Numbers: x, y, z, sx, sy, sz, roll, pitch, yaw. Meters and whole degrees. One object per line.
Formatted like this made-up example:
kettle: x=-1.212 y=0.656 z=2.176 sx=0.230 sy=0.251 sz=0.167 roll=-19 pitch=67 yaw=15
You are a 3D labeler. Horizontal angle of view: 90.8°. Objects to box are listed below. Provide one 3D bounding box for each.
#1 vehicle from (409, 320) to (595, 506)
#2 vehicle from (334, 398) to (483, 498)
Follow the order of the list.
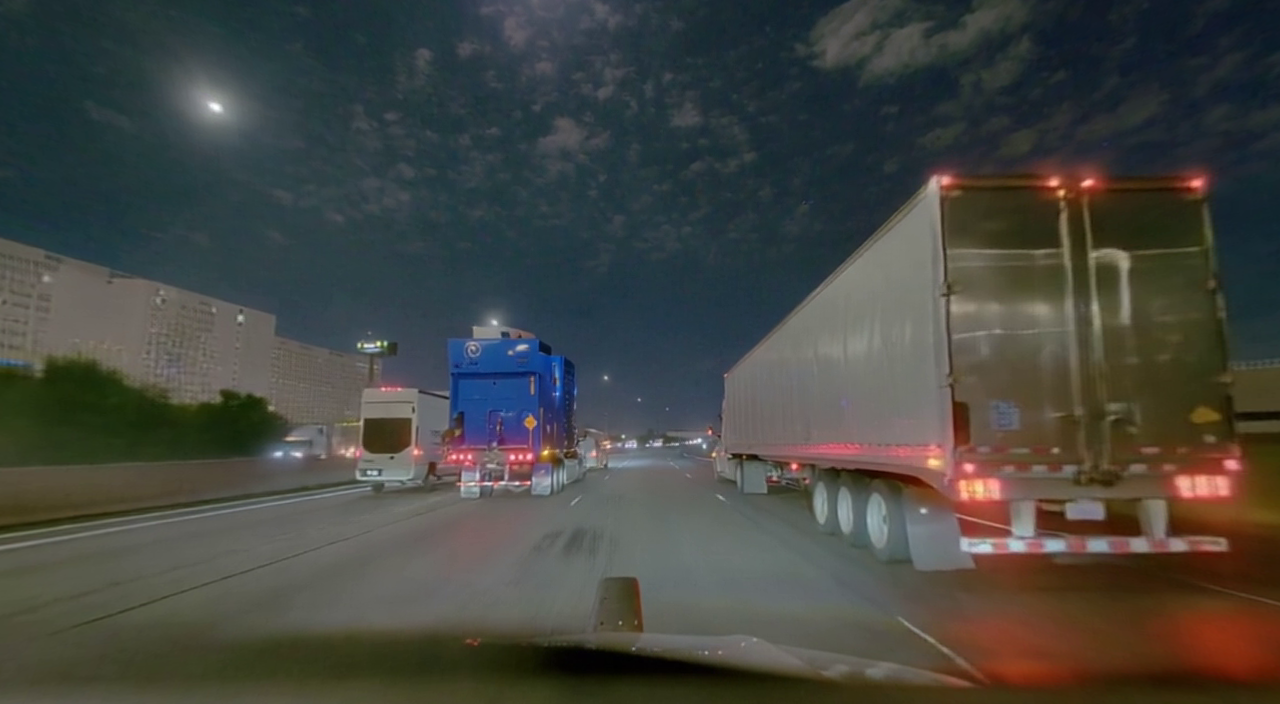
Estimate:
vehicle: x=-3.636 y=2.593 z=22.235 sx=2.939 sy=4.132 sz=16.303 roll=-1 pitch=-9 yaw=0
vehicle: x=-6.965 y=3.014 z=20.025 sx=2.385 sy=2.672 sz=6.049 roll=0 pitch=-8 yaw=0
